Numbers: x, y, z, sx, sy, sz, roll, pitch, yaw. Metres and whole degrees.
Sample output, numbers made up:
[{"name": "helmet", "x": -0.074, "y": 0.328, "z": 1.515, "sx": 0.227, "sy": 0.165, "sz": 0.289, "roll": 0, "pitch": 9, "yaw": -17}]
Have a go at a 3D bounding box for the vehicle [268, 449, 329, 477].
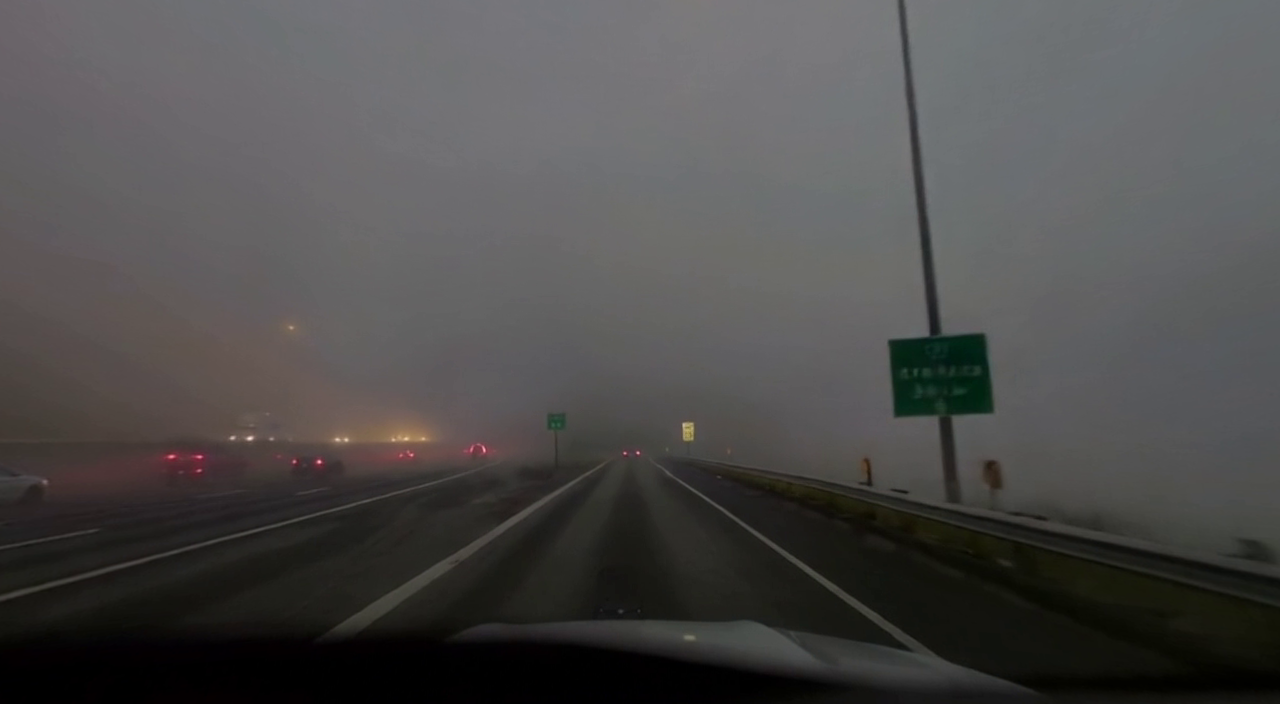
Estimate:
[{"name": "vehicle", "x": -23.201, "y": 7.520, "z": 42.958, "sx": 2.093, "sy": 1.735, "sz": 4.285, "roll": 0, "pitch": -9, "yaw": -6}]
